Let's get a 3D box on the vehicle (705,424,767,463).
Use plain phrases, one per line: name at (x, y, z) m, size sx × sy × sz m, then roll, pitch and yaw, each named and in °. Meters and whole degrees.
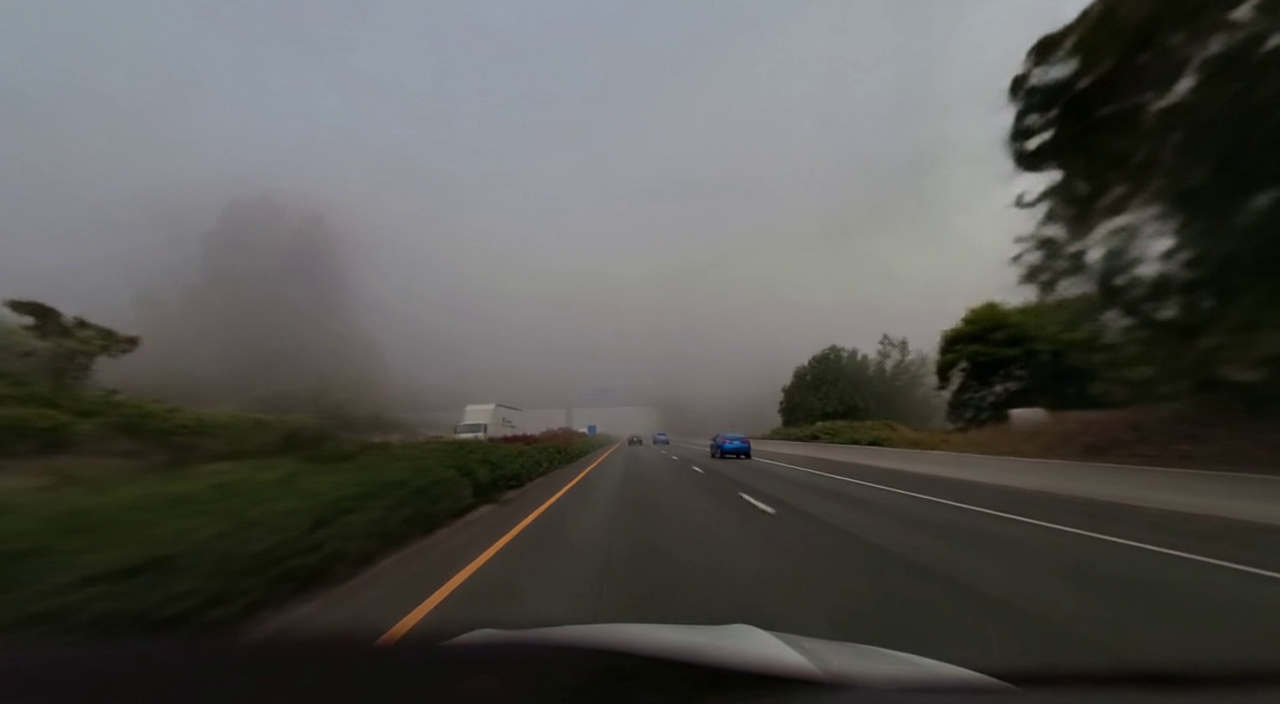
vehicle at (4.320, 4.208, 29.088) m, size 2.073 × 1.651 × 4.065 m, roll 0°, pitch -8°, yaw -2°
